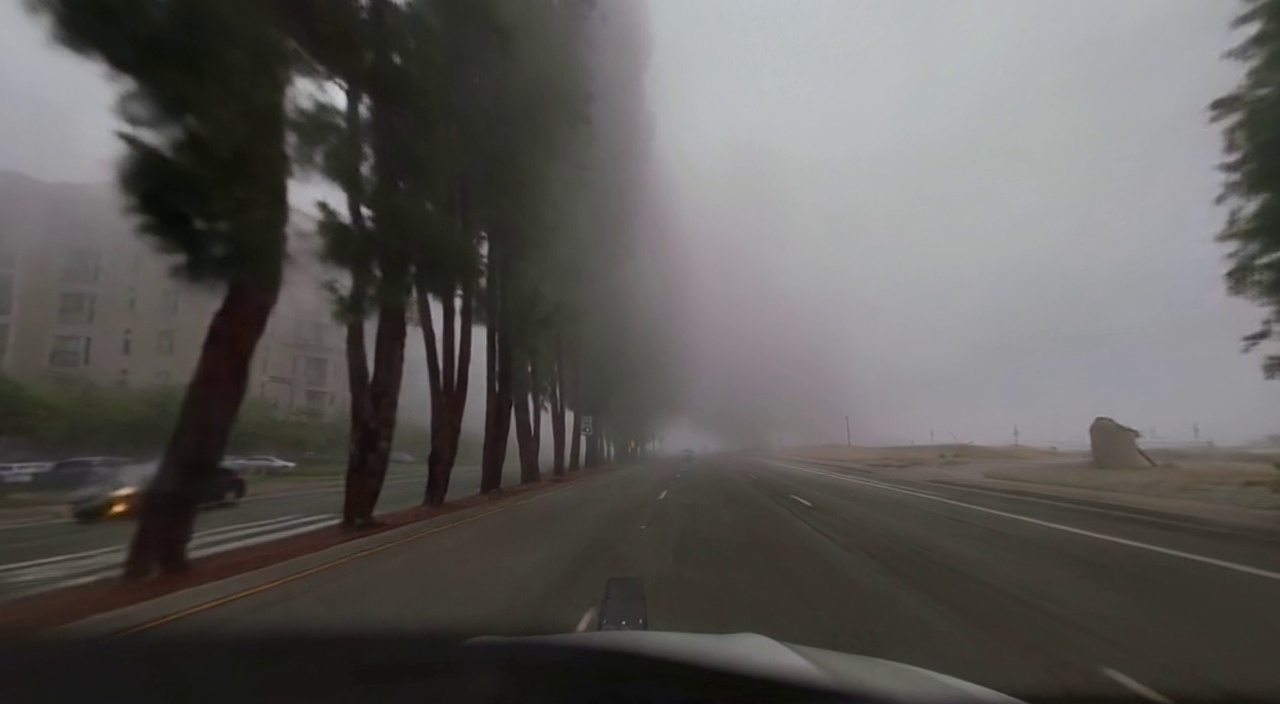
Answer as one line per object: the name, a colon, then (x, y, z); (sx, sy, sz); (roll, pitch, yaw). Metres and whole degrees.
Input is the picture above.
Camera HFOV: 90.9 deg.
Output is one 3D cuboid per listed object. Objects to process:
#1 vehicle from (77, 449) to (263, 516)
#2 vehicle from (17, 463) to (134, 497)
vehicle: (-14.163, 3.895, 19.430); (1.915, 1.721, 4.402); (-2, -8, 9)
vehicle: (-26.693, 6.043, 29.871); (4.072, 1.439, 1.663); (-1, -8, 5)
